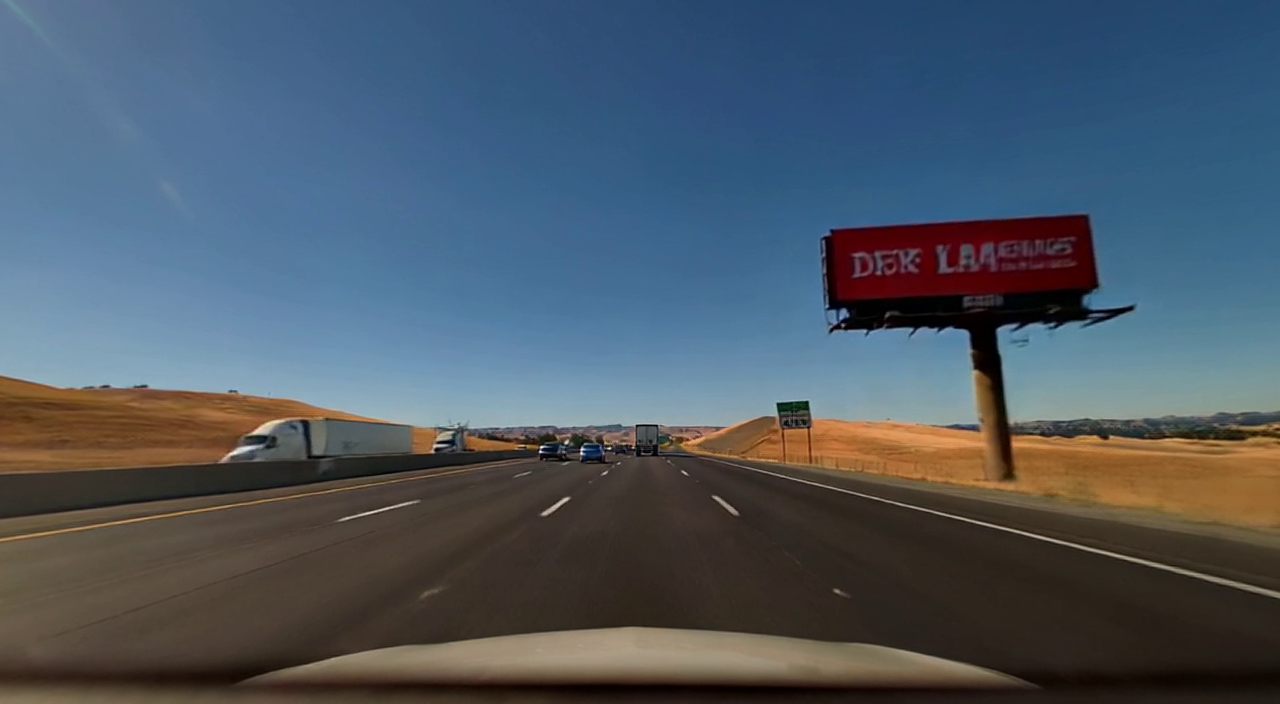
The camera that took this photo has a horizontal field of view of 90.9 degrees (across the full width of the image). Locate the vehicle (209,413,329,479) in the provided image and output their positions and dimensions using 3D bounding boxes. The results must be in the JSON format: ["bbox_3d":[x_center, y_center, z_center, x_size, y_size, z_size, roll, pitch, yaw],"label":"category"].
[{"bbox_3d":[-24.712,6.338,42.736,3.008,4.009,8.243,0,-8,0],"label":"vehicle"}]

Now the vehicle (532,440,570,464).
[{"bbox_3d":[-6.679,7.521,47.738,2.062,1.708,4.458,0,-8,2],"label":"vehicle"}]

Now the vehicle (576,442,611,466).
[{"bbox_3d":[-3.160,7.067,43.859,2.042,1.532,4.396,0,-8,0],"label":"vehicle"}]
